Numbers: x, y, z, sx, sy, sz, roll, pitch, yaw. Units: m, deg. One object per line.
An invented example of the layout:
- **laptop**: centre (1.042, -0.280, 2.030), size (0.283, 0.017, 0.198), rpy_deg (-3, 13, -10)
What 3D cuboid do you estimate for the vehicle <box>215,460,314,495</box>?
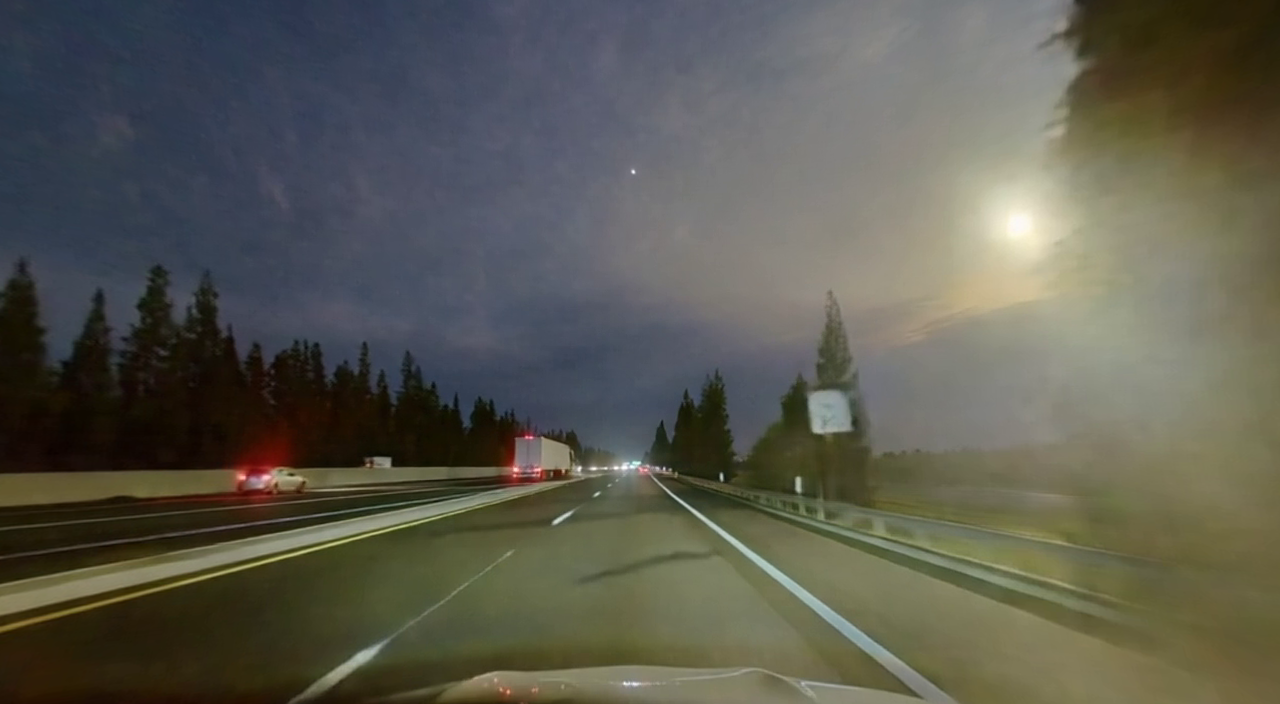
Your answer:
- **vehicle**: centre (-17.067, 5.712, 28.915), size (1.745, 1.430, 4.252), rpy_deg (0, -10, 3)
